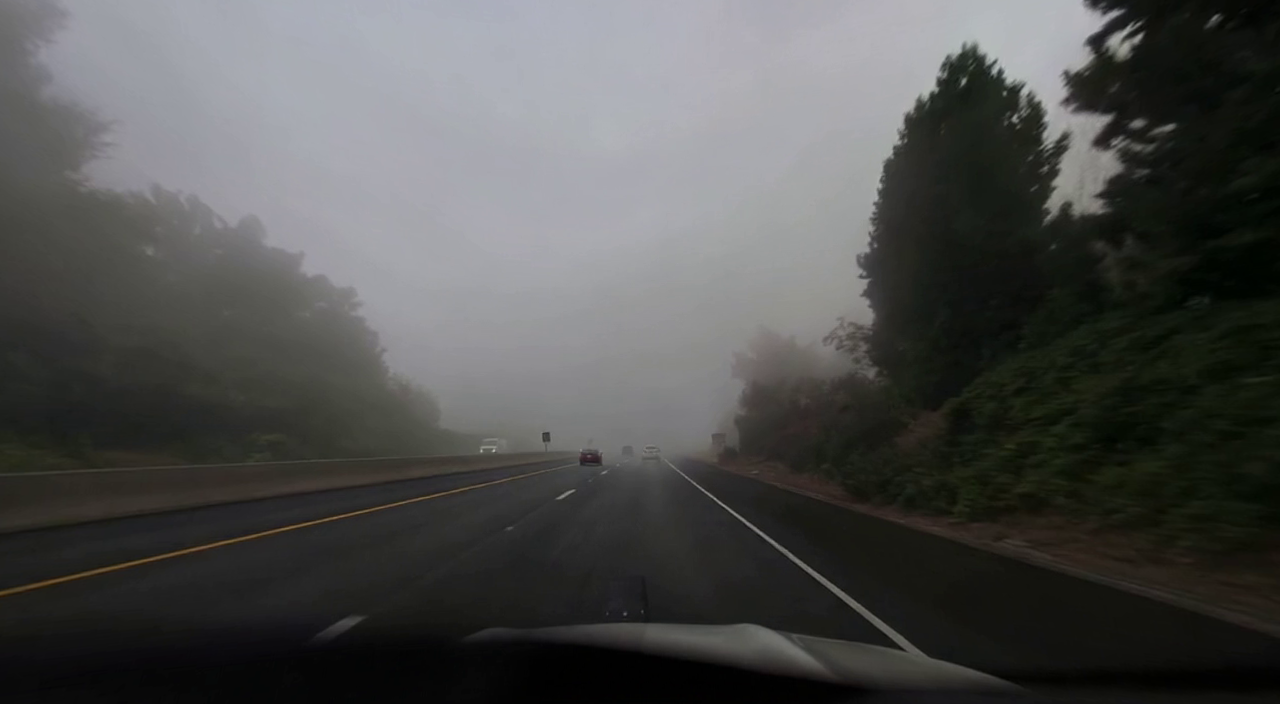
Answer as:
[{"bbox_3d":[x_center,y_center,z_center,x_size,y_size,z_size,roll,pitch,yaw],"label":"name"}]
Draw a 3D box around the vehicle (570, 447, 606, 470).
[{"bbox_3d":[-3.509,7.214,42.851,2.033,1.449,3.957,0,-9,1],"label":"vehicle"}]
